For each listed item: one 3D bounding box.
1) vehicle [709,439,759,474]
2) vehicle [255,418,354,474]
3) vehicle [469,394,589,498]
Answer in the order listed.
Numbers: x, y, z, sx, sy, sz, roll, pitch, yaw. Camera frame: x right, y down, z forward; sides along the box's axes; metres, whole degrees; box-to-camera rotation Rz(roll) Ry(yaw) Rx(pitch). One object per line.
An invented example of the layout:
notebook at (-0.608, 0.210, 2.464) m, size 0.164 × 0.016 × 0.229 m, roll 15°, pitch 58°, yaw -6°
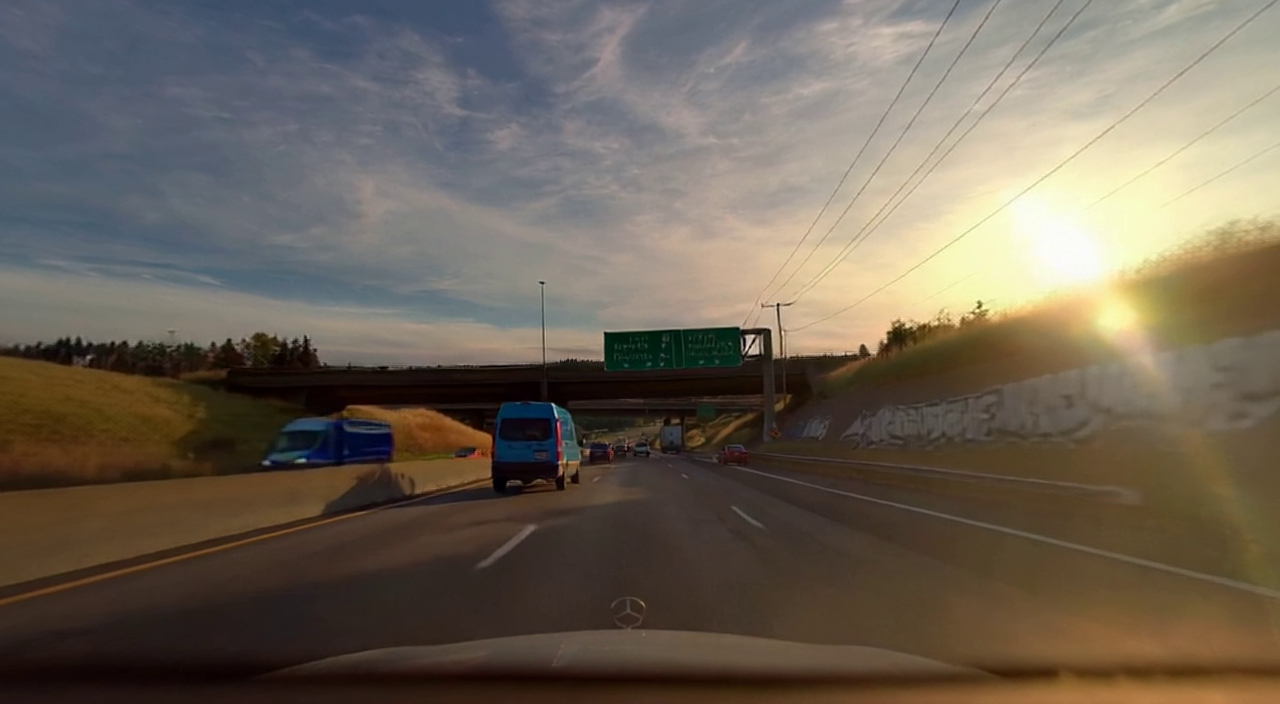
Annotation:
vehicle at (4.793, 5.414, 32.746) m, size 1.936 × 1.664 × 4.198 m, roll 0°, pitch -9°, yaw 0°
vehicle at (-20.627, 5.864, 39.201) m, size 2.846 × 3.181 × 5.872 m, roll 0°, pitch -9°, yaw 0°
vehicle at (-3.052, 2.825, 18.921) m, size 2.451 × 2.627 × 5.868 m, roll 0°, pitch -9°, yaw 1°
